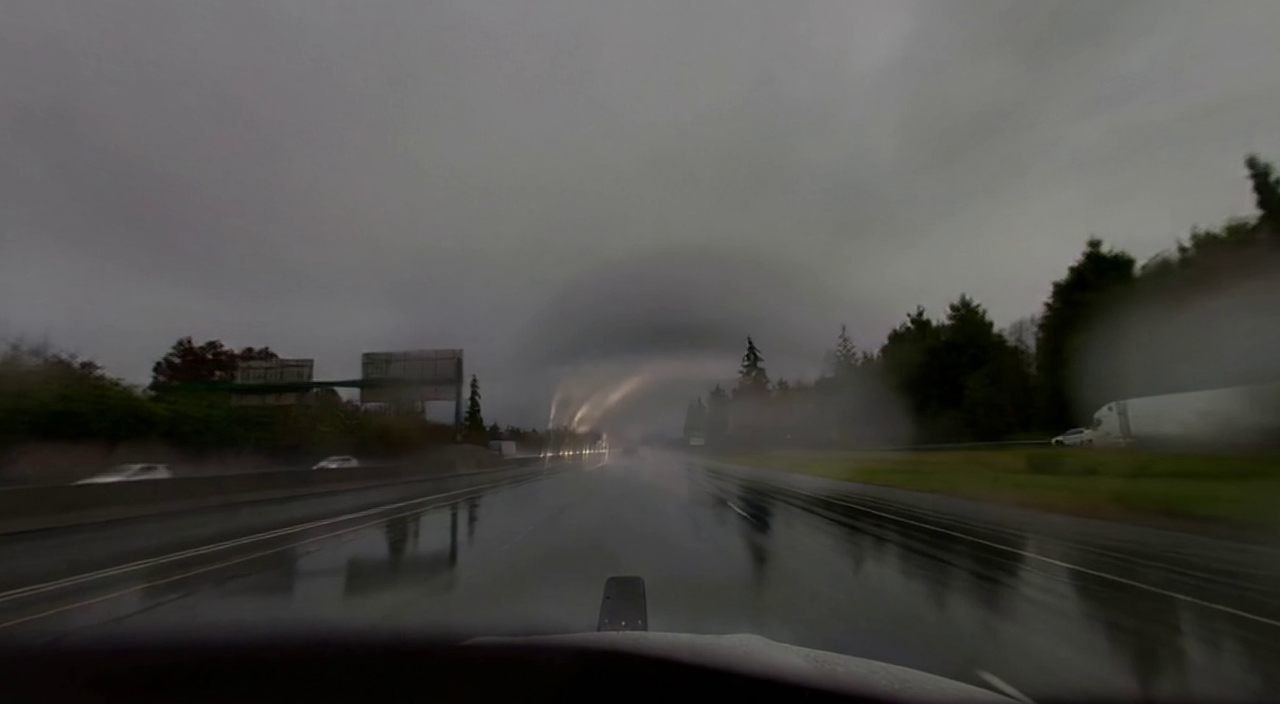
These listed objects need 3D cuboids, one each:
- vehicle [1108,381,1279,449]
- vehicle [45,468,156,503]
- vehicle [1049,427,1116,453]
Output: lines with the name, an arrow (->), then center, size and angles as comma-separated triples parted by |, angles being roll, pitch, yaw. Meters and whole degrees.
vehicle -> 39.011, 4.492, 42.383 | 2.876, 4.046, 13.881 | 1, -9, -8
vehicle -> -28.453, 7.004, 33.434 | 1.772, 1.575, 4.542 | 0, -9, 1
vehicle -> 33.529, 6.719, 47.845 | 2.038, 1.823, 3.744 | 1, -9, -9
